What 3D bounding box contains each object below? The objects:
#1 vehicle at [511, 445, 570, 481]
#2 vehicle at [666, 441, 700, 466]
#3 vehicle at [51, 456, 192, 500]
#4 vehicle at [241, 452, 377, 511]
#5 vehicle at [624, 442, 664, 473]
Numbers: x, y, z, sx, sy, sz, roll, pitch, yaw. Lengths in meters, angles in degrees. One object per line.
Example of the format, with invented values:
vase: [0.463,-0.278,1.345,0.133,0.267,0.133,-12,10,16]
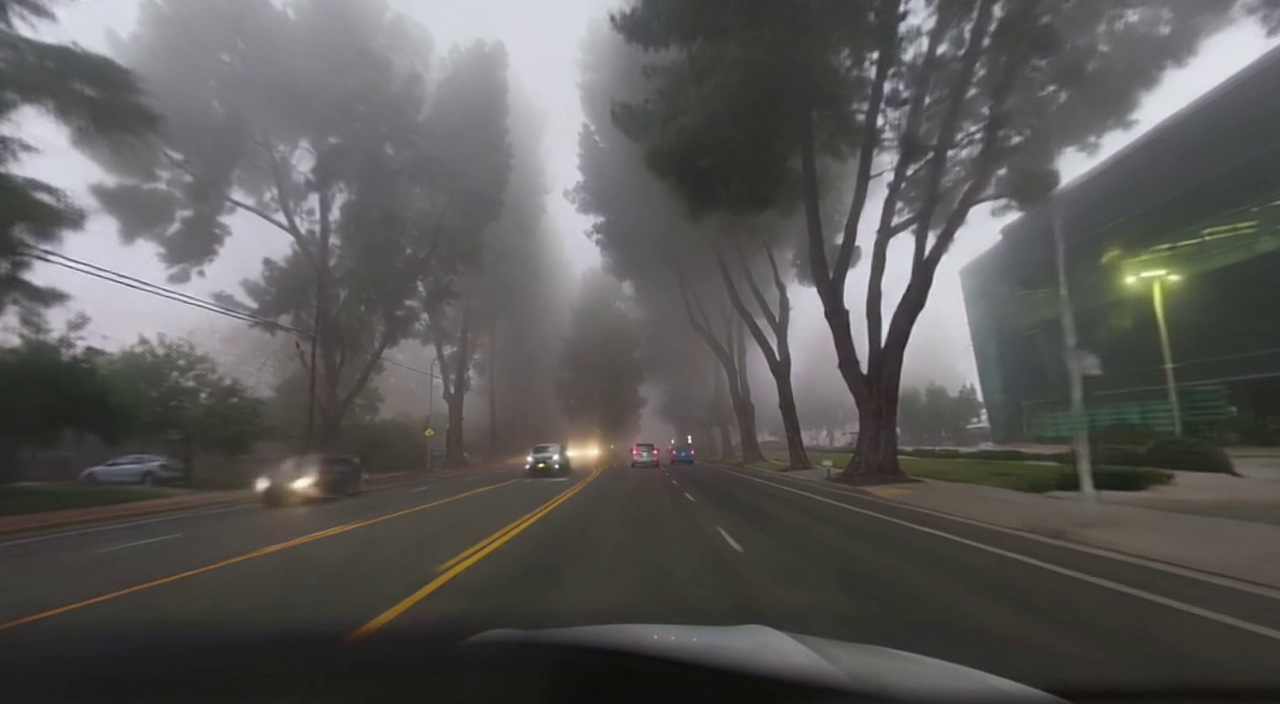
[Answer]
vehicle: [-4.373,4.947,28.455,2.014,1.487,4.591,0,-9,-1]
vehicle: [3.203,7.670,47.670,2.189,1.766,4.495,0,-9,-1]
vehicle: [-21.581,5.217,26.358,4.152,1.686,1.873,0,-9,-2]
vehicle: [-9.573,3.731,18.646,1.889,1.506,3.911,0,-9,0]
vehicle: [0.202,5.884,35.354,2.109,1.612,3.963,0,-9,0]
